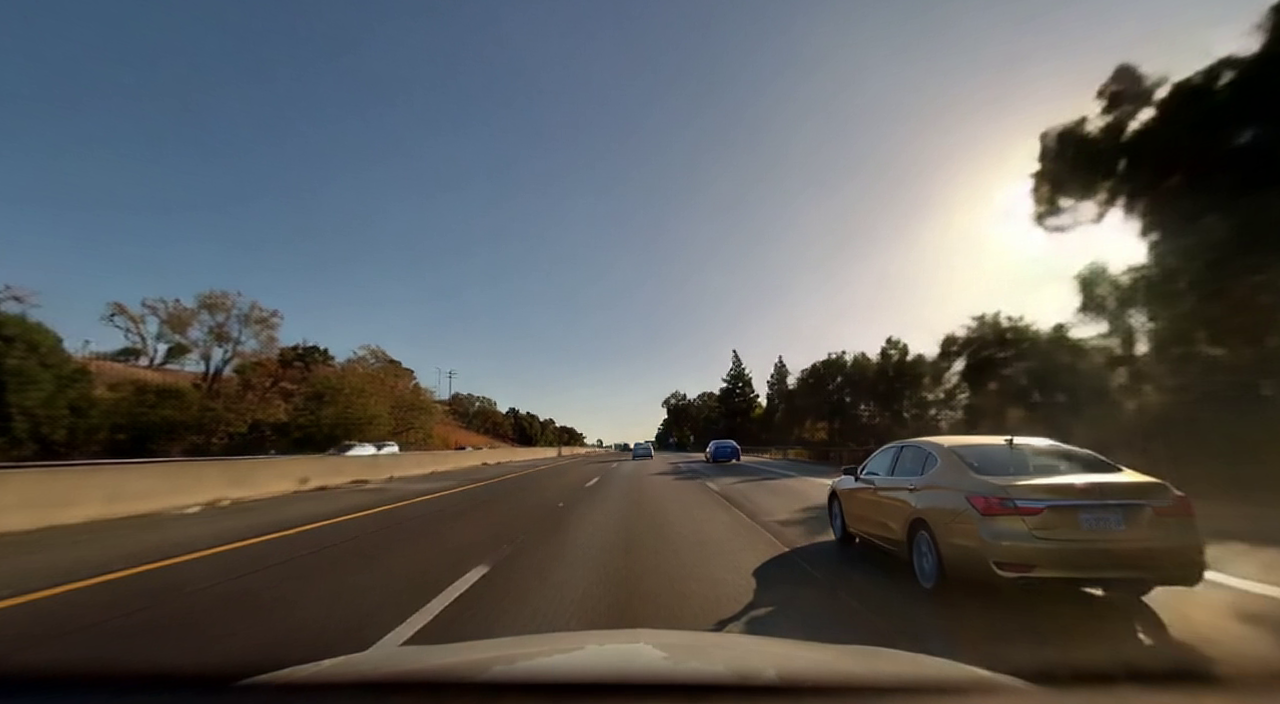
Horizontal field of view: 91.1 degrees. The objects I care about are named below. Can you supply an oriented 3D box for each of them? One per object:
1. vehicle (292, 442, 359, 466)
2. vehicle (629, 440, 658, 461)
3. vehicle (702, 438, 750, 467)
[{"bbox_3d":[-21.242,6.871,42.697,1.901,1.527,4.992,0,-8,1],"label":"vehicle"},{"bbox_3d":[0.262,7.232,46.251,2.052,1.449,3.857,0,-8,0],"label":"vehicle"},{"bbox_3d":[4.780,5.628,35.461,2.008,1.524,4.598,0,-8,0],"label":"vehicle"}]
